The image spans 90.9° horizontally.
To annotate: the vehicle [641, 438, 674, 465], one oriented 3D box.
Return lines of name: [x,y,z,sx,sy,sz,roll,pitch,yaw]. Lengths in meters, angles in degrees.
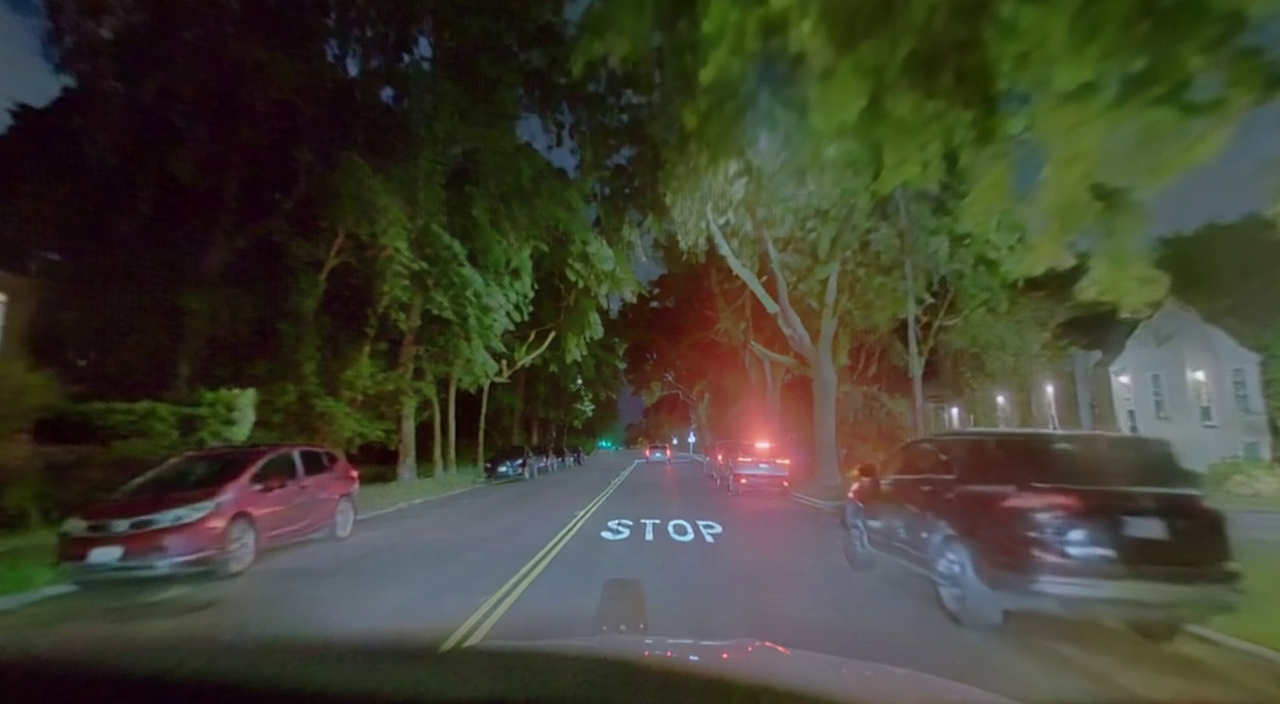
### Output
vehicle: [1.207,6.885,43.850,2.172,1.722,4.201,0,-8,1]

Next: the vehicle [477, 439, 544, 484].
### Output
vehicle: [-5.116,4.361,25.497,1.955,1.659,4.324,0,-8,-2]

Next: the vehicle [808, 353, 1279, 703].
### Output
vehicle: [3.105,1.252,5.436,2.117,1.807,4.964,0,-8,2]

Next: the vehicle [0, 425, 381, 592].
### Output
vehicle: [-5.593,1.939,8.812,2.007,1.709,4.502,0,-8,0]

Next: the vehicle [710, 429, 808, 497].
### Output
vehicle: [3.445,3.316,19.253,1.970,1.801,4.721,0,-8,-1]
